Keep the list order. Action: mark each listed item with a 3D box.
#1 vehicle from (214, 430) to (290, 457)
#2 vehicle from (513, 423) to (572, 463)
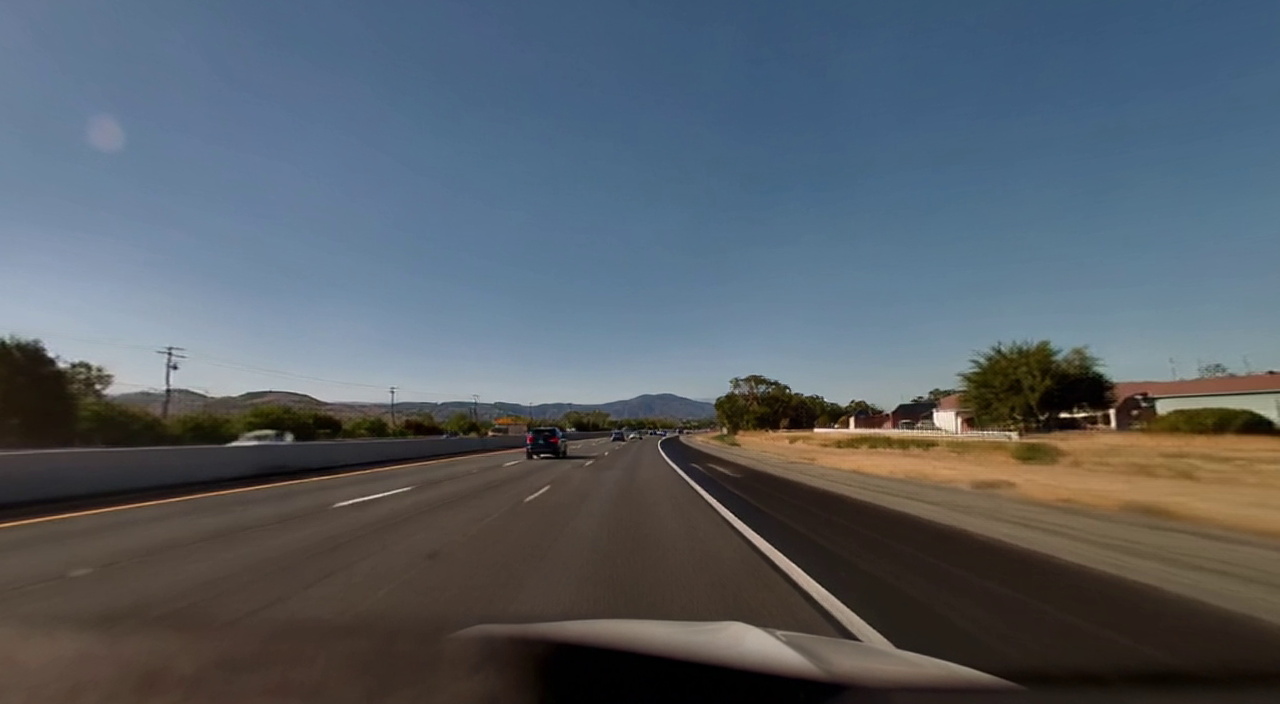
[{"bbox_3d":[-23.820,5.623,38.774,1.870,1.595,4.330,0,-8,1],"label":"vehicle"},{"bbox_3d":[-4.437,4.210,29.277,1.980,1.721,4.419,0,-8,1],"label":"vehicle"}]
